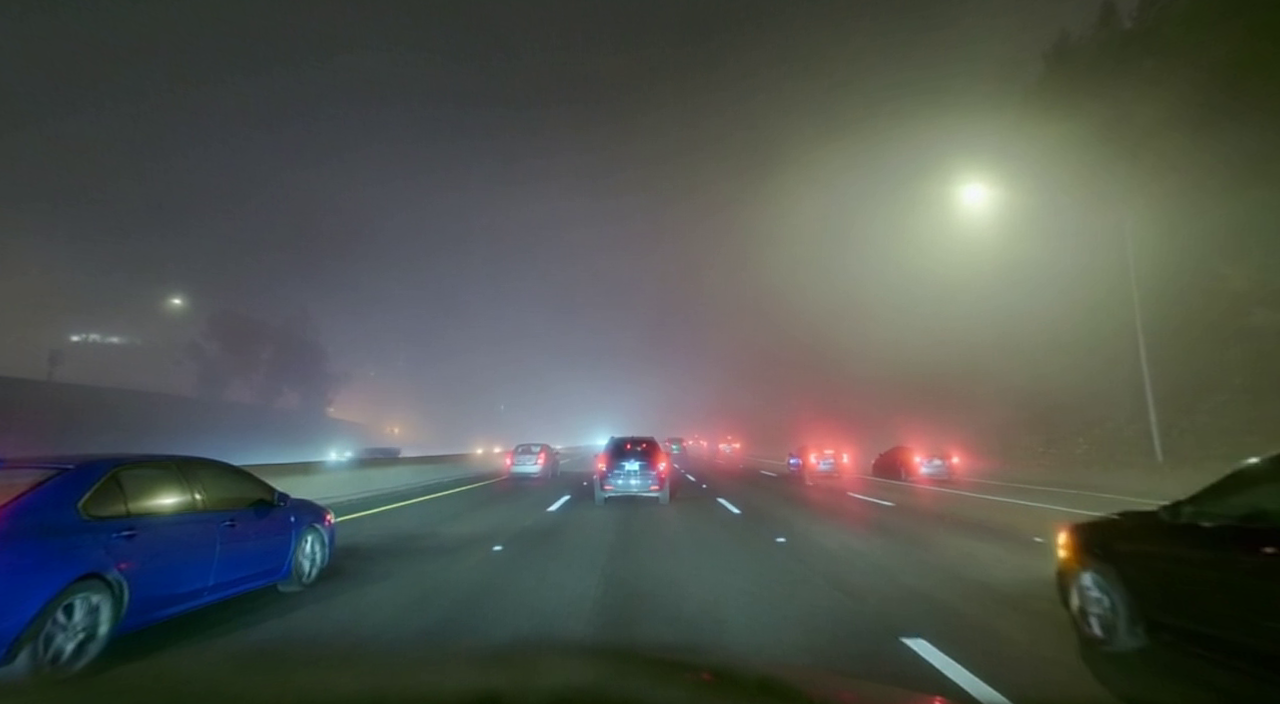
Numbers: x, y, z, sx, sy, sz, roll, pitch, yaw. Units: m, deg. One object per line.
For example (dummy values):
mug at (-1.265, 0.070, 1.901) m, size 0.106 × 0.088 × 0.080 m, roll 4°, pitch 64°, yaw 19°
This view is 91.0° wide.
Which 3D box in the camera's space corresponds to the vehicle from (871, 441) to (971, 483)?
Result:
vehicle at (11.258, 4.410, 25.612) m, size 2.008 × 1.516 × 4.385 m, roll 0°, pitch -9°, yaw 0°

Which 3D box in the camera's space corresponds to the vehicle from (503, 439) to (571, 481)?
vehicle at (-4.014, 4.306, 25.309) m, size 1.947 × 1.516 × 4.295 m, roll 0°, pitch -9°, yaw 1°

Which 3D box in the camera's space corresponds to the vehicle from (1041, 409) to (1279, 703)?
vehicle at (3.899, 0.918, 2.170) m, size 2.031 × 1.492 × 4.577 m, roll 0°, pitch -9°, yaw 0°

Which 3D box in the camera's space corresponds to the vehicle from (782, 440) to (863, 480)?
vehicle at (7.597, 4.544, 26.699) m, size 2.049 × 1.521 × 4.604 m, roll 0°, pitch -9°, yaw 0°

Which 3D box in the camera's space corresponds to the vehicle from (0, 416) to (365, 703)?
vehicle at (-4.310, 1.375, 5.276) m, size 1.974 × 1.478 × 4.412 m, roll 0°, pitch -9°, yaw 0°

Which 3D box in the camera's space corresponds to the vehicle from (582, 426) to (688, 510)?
vehicle at (-0.071, 2.705, 15.048) m, size 2.181 × 1.697 × 4.021 m, roll 0°, pitch -9°, yaw 1°
